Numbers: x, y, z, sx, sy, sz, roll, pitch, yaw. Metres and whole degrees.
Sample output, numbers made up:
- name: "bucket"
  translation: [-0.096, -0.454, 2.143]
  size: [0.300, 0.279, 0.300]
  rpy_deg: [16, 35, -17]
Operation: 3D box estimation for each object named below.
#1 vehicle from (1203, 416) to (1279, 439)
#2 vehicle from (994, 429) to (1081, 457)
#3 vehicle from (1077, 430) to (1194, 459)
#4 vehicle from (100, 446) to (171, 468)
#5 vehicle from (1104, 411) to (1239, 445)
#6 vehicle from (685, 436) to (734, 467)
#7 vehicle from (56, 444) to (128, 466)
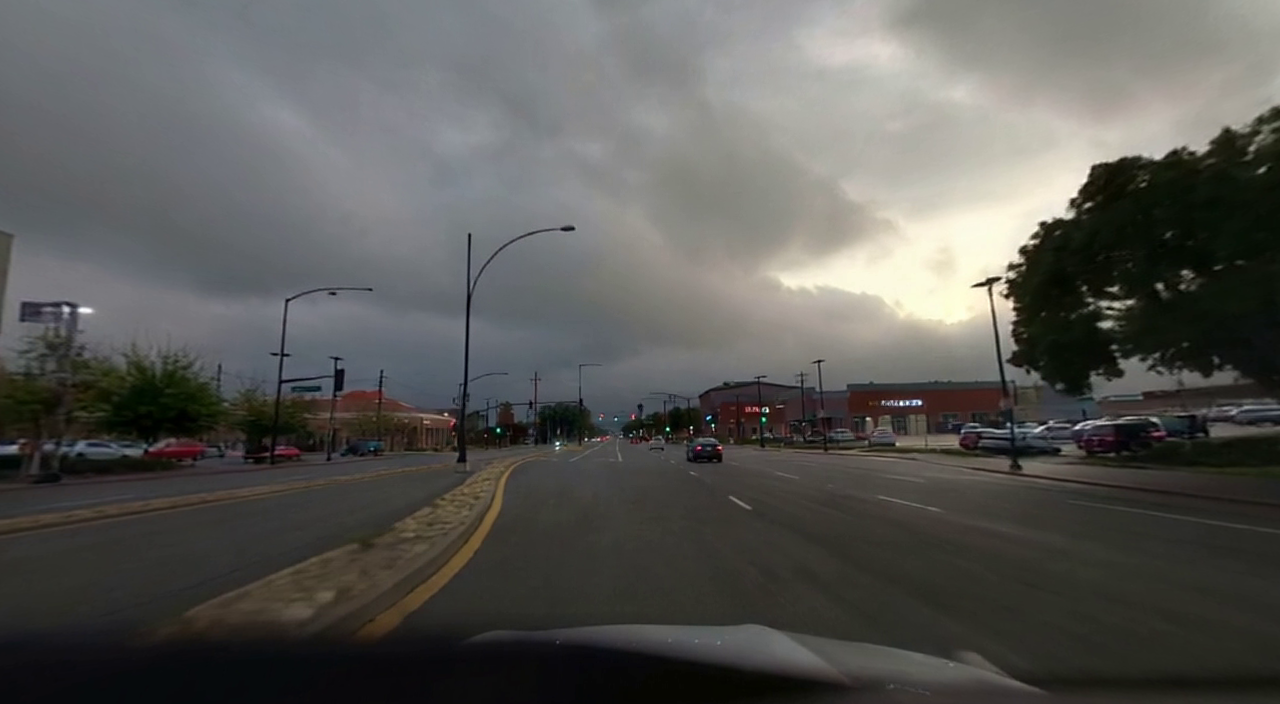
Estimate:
- name: "vehicle"
  translation: [47.606, 5.936, 49.418]
  size: [1.846, 1.656, 4.602]
  rpy_deg: [4, -9, -30]
- name: "vehicle"
  translation: [26.056, 5.954, 41.406]
  size: [4.544, 1.474, 1.772]
  rpy_deg: [-4, -7, -5]
- name: "vehicle"
  translation: [26.369, 4.941, 33.616]
  size: [4.691, 1.436, 1.988]
  rpy_deg: [0, -8, -4]
- name: "vehicle"
  translation: [-35.626, 7.419, 44.661]
  size: [1.684, 1.432, 4.140]
  rpy_deg: [0, -8, -2]
- name: "vehicle"
  translation: [38.338, 5.576, 45.770]
  size: [2.372, 2.254, 6.893]
  rpy_deg: [5, -10, -31]
- name: "vehicle"
  translation: [3.657, 5.359, 34.037]
  size: [2.038, 1.528, 4.259]
  rpy_deg: [0, -8, -2]
- name: "vehicle"
  translation: [-38.002, 7.121, 43.810]
  size: [1.759, 1.482, 3.620]
  rpy_deg: [1, -8, -3]
